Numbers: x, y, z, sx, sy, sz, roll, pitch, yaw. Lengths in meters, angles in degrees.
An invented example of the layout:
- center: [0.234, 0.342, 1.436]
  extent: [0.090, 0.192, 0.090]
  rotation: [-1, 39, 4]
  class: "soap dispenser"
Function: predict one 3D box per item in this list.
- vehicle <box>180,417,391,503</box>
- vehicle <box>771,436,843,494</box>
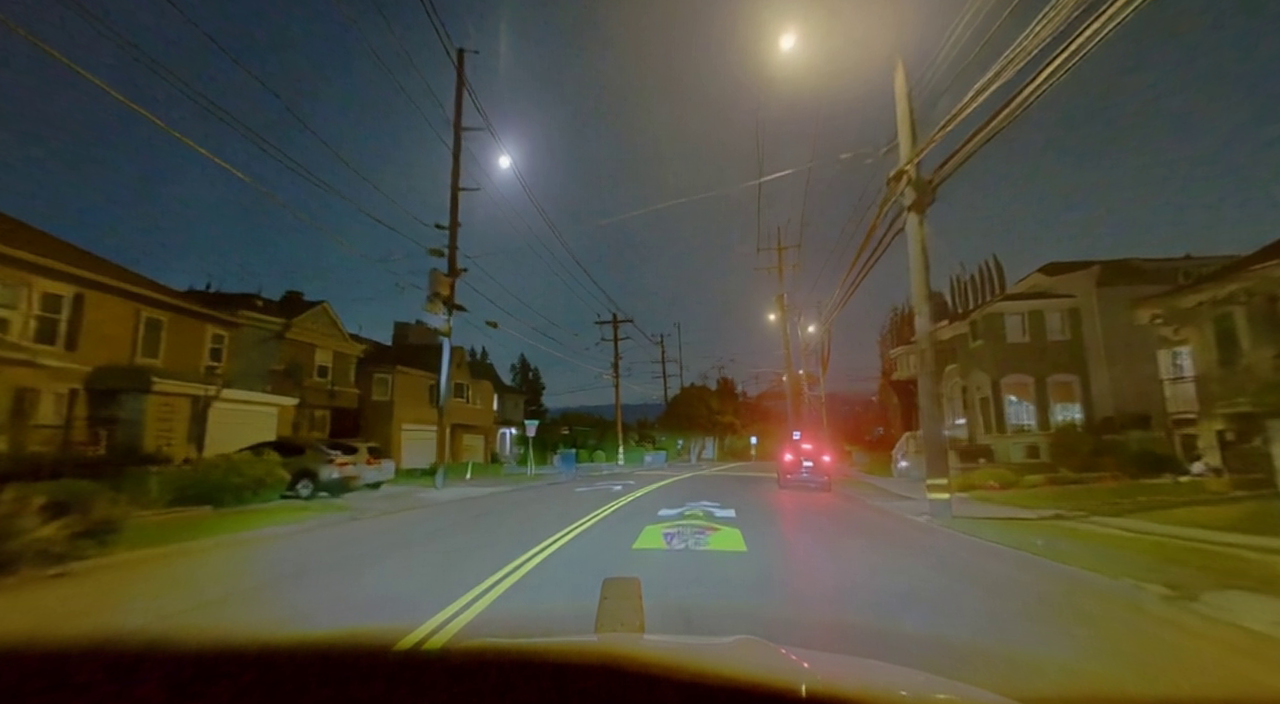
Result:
- center: [-10.747, 3.267, 19.364]
  extent: [5.228, 2.041, 2.023]
  rotation: [4, -8, 7]
  class: "vehicle"
- center: [5.855, 3.989, 22.697]
  extent: [2.070, 1.847, 4.457]
  rotation: [-1, -9, 10]
  class: "vehicle"
